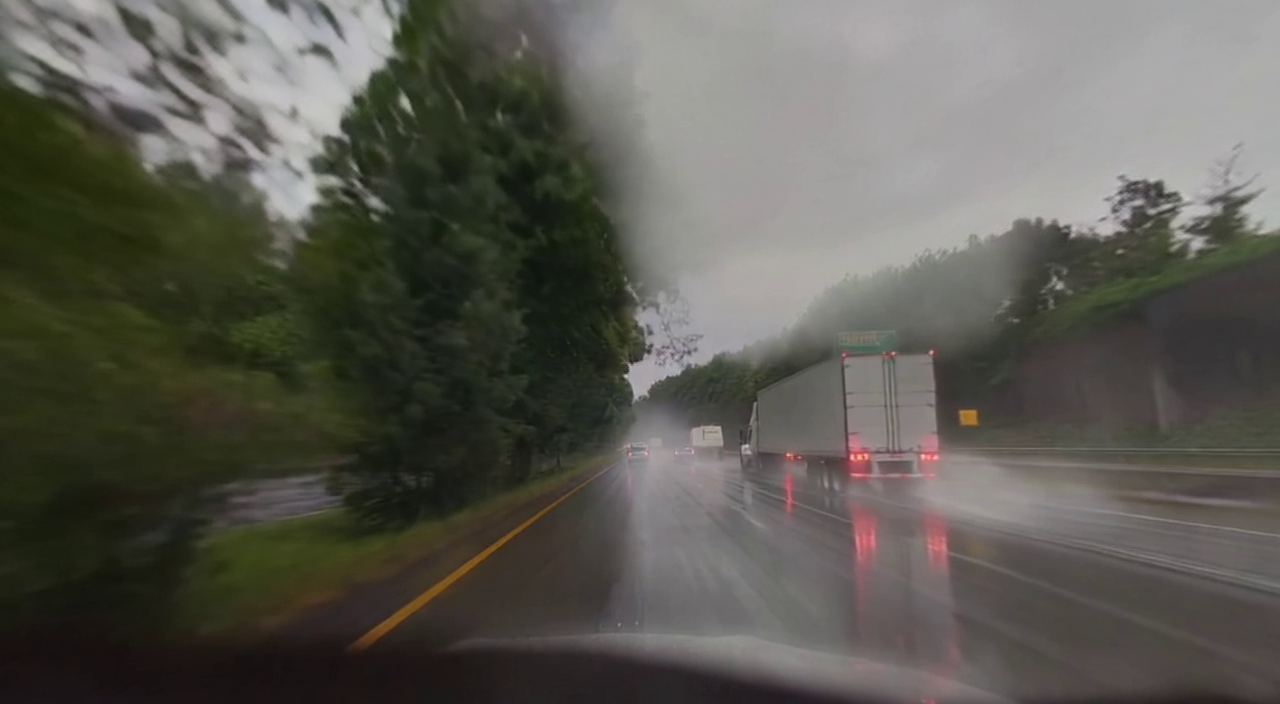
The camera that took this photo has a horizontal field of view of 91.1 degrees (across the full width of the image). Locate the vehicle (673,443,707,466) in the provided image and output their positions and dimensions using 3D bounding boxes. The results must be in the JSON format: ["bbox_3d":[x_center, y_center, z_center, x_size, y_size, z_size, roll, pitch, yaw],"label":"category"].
[{"bbox_3d":[3.538,7.406,45.426,2.025,1.534,4.179,0,-9,-1],"label":"vehicle"}]

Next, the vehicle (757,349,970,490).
[{"bbox_3d":[7.754,2.988,25.226,3.044,4.073,14.016,0,-9,-1],"label":"vehicle"}]

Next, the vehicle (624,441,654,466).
[{"bbox_3d":[-0.112,7.524,46.701,2.114,1.706,4.106,0,-9,0],"label":"vehicle"}]
